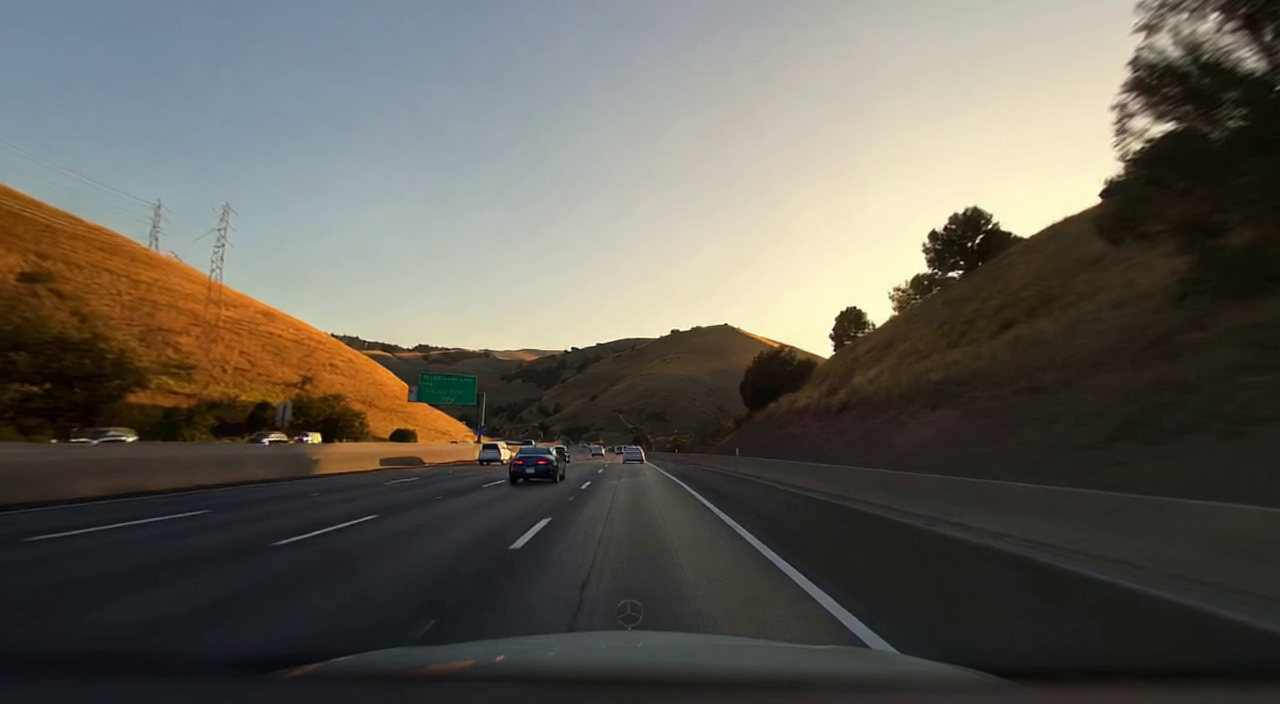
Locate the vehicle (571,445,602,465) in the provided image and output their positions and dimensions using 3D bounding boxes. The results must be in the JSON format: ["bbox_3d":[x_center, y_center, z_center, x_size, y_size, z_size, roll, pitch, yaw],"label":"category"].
[{"bbox_3d":[-4.153,8.112,49.967,2.099,1.467,4.275,0,-8,0],"label":"vehicle"}]

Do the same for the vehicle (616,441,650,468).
[{"bbox_3d":[-0.523,6.884,42.455,2.138,1.674,4.044,0,-8,-2],"label":"vehicle"}]

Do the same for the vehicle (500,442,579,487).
[{"bbox_3d":[-3.571,4.102,23.413,2.080,1.505,4.649,0,-8,1],"label":"vehicle"}]
